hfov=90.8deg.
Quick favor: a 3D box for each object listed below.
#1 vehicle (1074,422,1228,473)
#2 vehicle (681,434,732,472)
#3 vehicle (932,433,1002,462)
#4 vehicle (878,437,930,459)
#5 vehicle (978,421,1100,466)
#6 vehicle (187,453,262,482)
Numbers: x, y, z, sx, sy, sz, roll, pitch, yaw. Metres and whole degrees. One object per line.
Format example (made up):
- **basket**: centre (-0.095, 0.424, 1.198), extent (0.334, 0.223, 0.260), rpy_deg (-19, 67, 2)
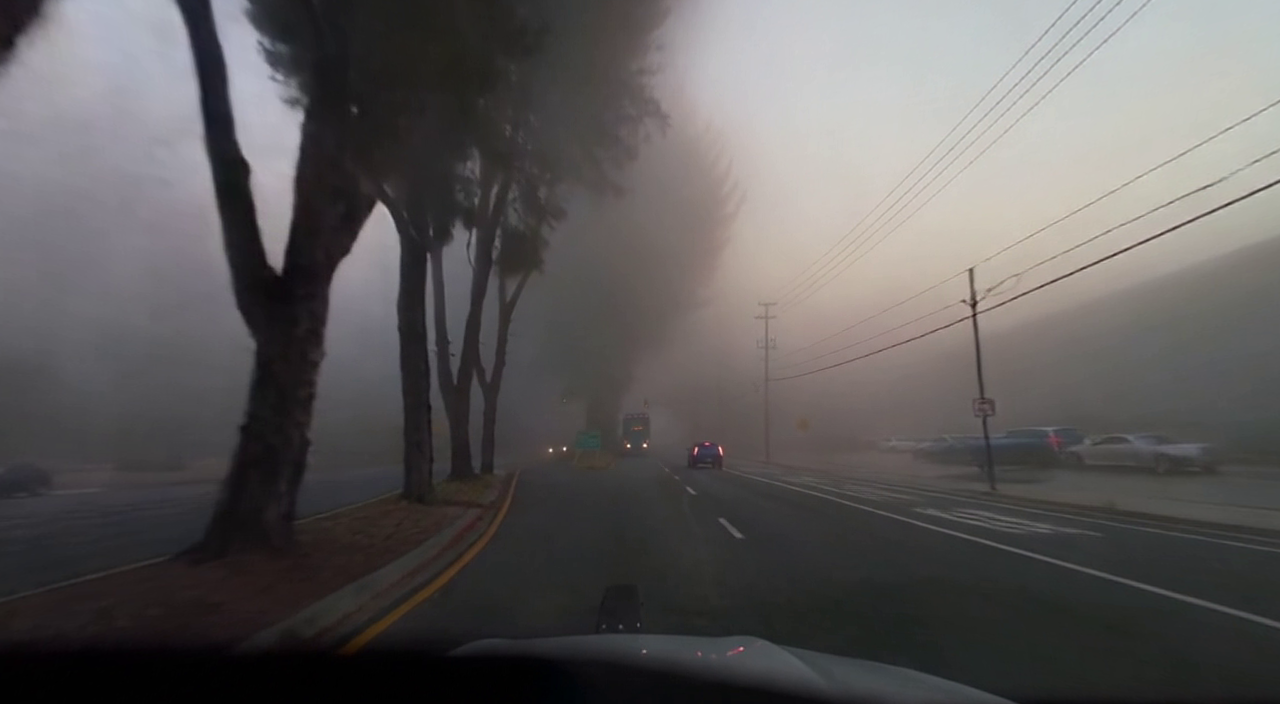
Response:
- **vehicle**: centre (20.584, 3.881, 25.822), extent (1.993, 1.854, 5.008), rpy_deg (0, -8, -1)
- **vehicle**: centre (3.428, 5.292, 33.280), extent (2.086, 1.803, 4.607), rpy_deg (0, -8, -1)
- **vehicle**: centre (20.695, 6.072, 40.192), extent (1.917, 1.682, 4.575), rpy_deg (0, -8, -1)
- **vehicle**: centre (20.406, 7.440, 49.075), extent (2.010, 1.567, 4.519), rpy_deg (0, -8, -1)
- **vehicle**: centre (20.649, 4.802, 33.143), extent (2.529, 2.086, 5.902), rpy_deg (0, -9, 0)
- **vehicle**: centre (-26.236, 7.261, 40.094), extent (2.188, 1.669, 4.546), rpy_deg (1, -9, -8)
